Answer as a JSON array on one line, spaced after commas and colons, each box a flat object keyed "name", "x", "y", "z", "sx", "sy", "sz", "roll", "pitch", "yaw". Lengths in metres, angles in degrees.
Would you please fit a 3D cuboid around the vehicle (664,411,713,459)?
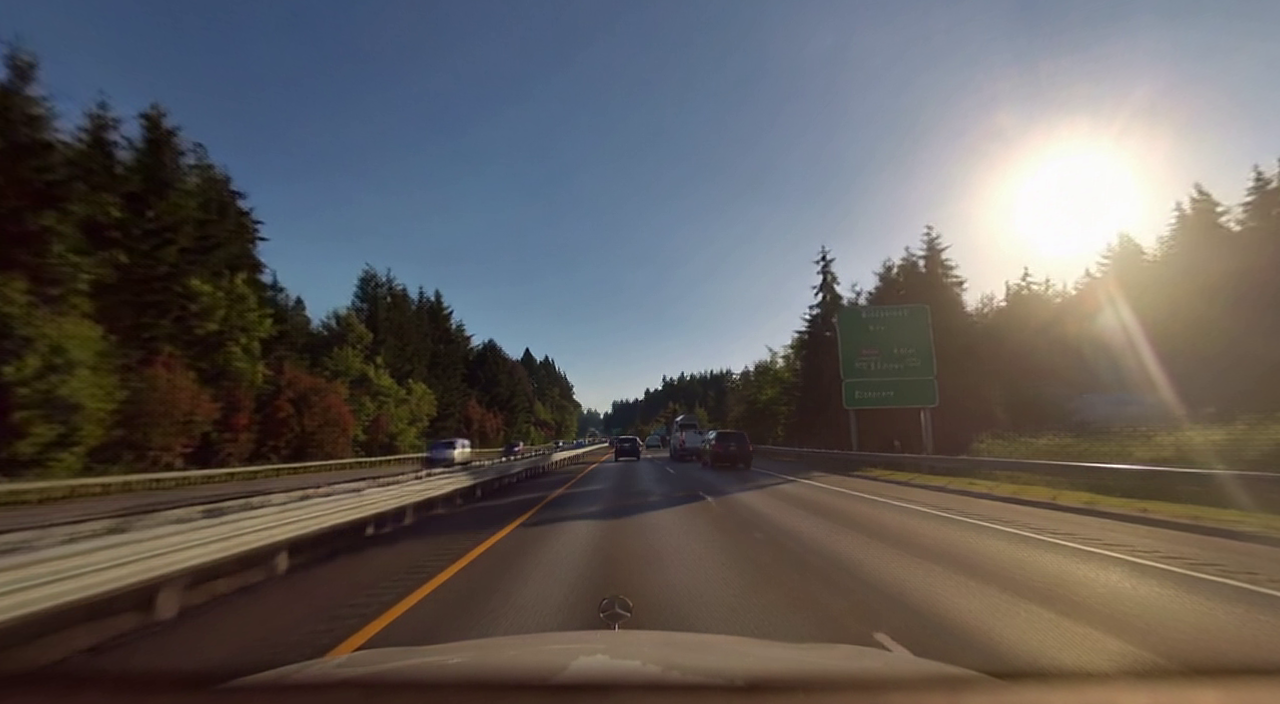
[{"name": "vehicle", "x": 3.232, "y": 5.822, "z": 44.157, "sx": 2.728, "sy": 3.053, "sz": 7.708, "roll": 0, "pitch": -8, "yaw": 0}]

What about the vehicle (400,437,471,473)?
[{"name": "vehicle", "x": -9.487, "y": 4.765, "z": 29.640, "sx": 1.932, "sy": 1.545, "sz": 4.168, "roll": 0, "pitch": -8, "yaw": 0}]

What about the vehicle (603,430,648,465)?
[{"name": "vehicle", "x": -0.747, "y": 4.928, "z": 32.839, "sx": 2.206, "sy": 1.681, "sz": 4.111, "roll": 0, "pitch": -8, "yaw": -1}]

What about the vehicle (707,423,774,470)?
[{"name": "vehicle", "x": 4.318, "y": 4.112, "z": 27.695, "sx": 2.073, "sy": 1.905, "sz": 4.023, "roll": 0, "pitch": -8, "yaw": -3}]
